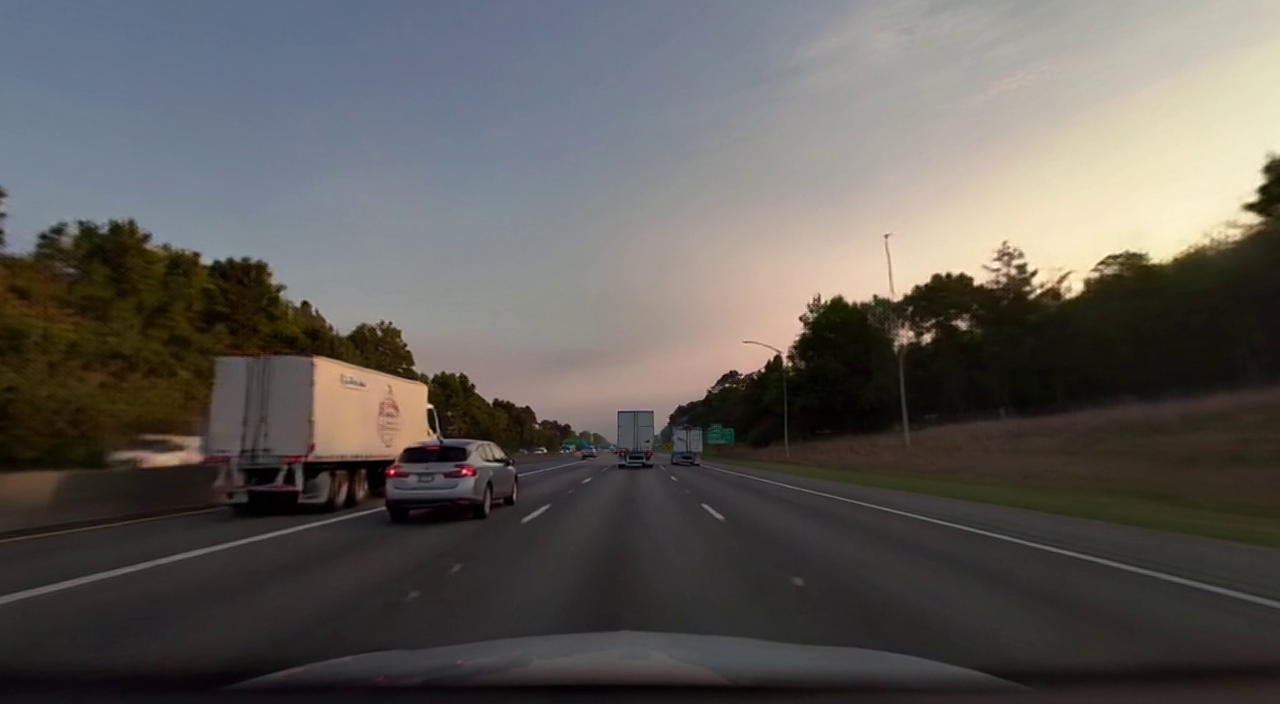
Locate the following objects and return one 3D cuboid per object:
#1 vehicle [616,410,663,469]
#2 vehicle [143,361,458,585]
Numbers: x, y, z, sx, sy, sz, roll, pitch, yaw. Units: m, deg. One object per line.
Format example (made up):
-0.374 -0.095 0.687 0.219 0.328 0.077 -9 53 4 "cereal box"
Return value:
-0.031 6.850 48.974 3.201 4.019 10.918 0 -9 0 "vehicle"
-3.905 1.463 8.126 2.033 2.234 3.490 0 -9 0 "vehicle"
